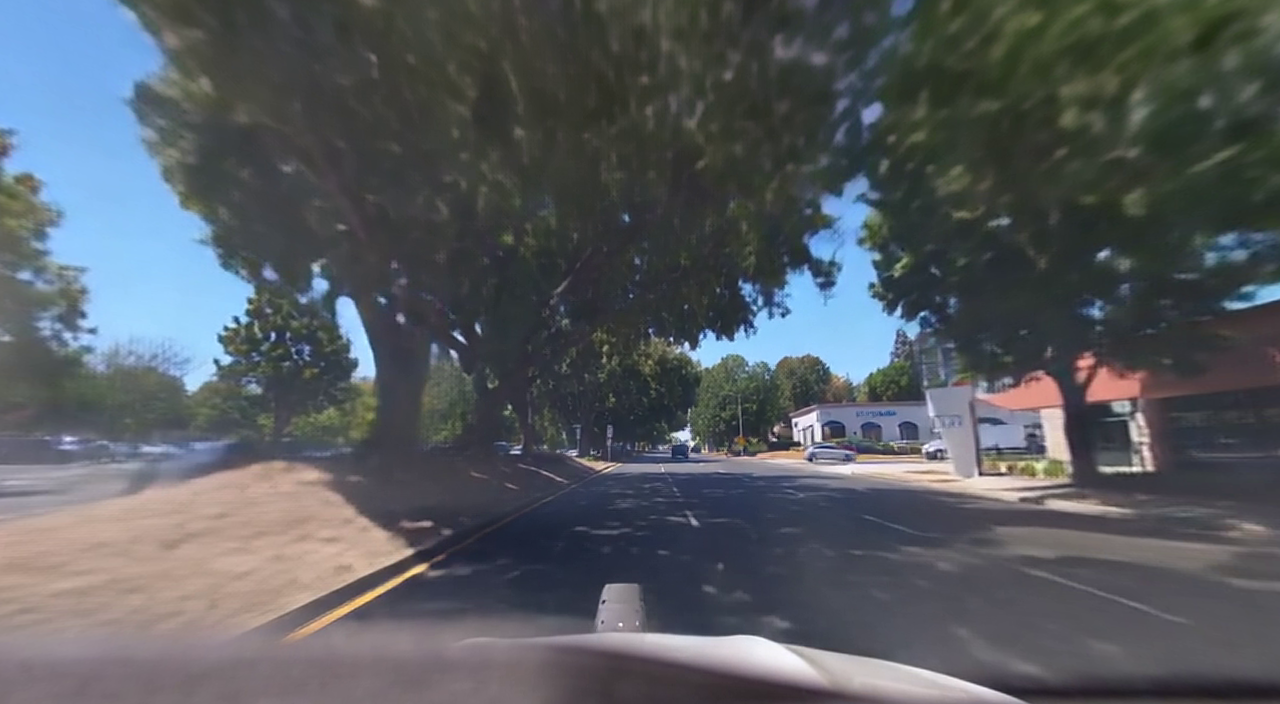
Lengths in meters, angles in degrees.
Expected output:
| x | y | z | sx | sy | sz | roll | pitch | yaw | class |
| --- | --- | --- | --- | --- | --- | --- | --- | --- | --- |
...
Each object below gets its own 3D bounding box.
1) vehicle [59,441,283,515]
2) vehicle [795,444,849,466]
| x | y | z | sx | sy | sz | roll | pitch | yaw | class |
| --- | --- | --- | --- | --- | --- | --- | --- | --- | --- |
| -10.590 | 2.835 | 14.812 | 1.930 | 1.449 | 4.361 | 0 | -8 | -1 | vehicle |
| 14.213 | 7.971 | 49.176 | 4.319 | 1.624 | 1.988 | 7 | -11 | -41 | vehicle |
